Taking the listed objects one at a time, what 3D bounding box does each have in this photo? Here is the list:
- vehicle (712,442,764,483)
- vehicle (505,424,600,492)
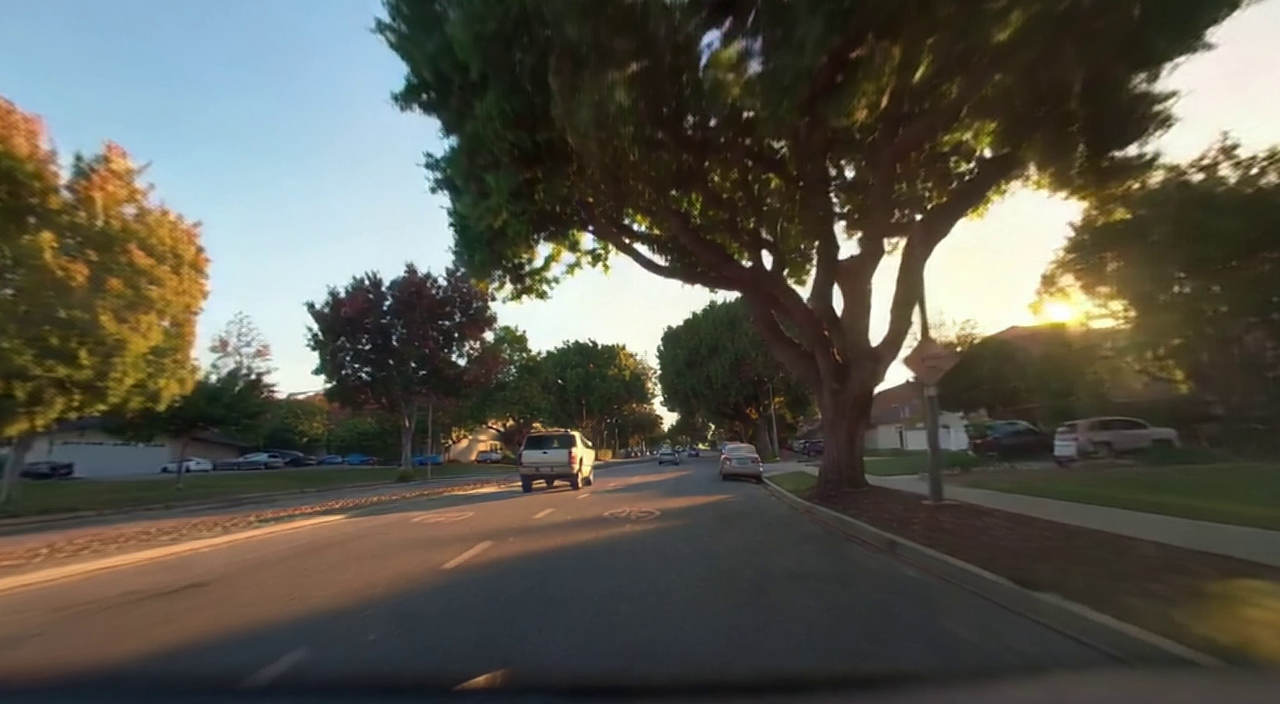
[{"bbox_3d":[4.205,4.798,27.761,2.040,1.643,4.446,-1,-9,7],"label":"vehicle"},{"bbox_3d":[-2.888,3.705,22.258,2.085,2.084,5.133,-1,-9,6],"label":"vehicle"}]
